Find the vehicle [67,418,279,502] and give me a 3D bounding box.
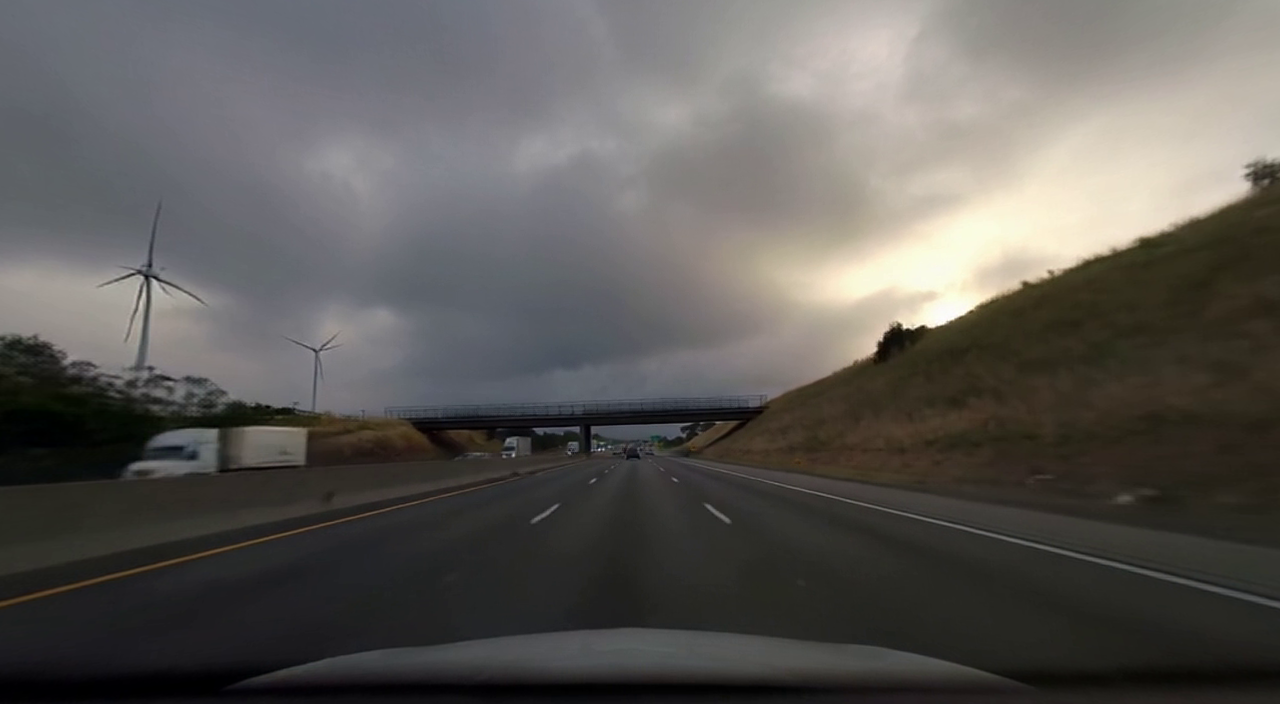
[{"bbox_3d":[-19.843,4.675,27.796,2.877,3.107,8.416,0,-9,0],"label":"vehicle"}]
